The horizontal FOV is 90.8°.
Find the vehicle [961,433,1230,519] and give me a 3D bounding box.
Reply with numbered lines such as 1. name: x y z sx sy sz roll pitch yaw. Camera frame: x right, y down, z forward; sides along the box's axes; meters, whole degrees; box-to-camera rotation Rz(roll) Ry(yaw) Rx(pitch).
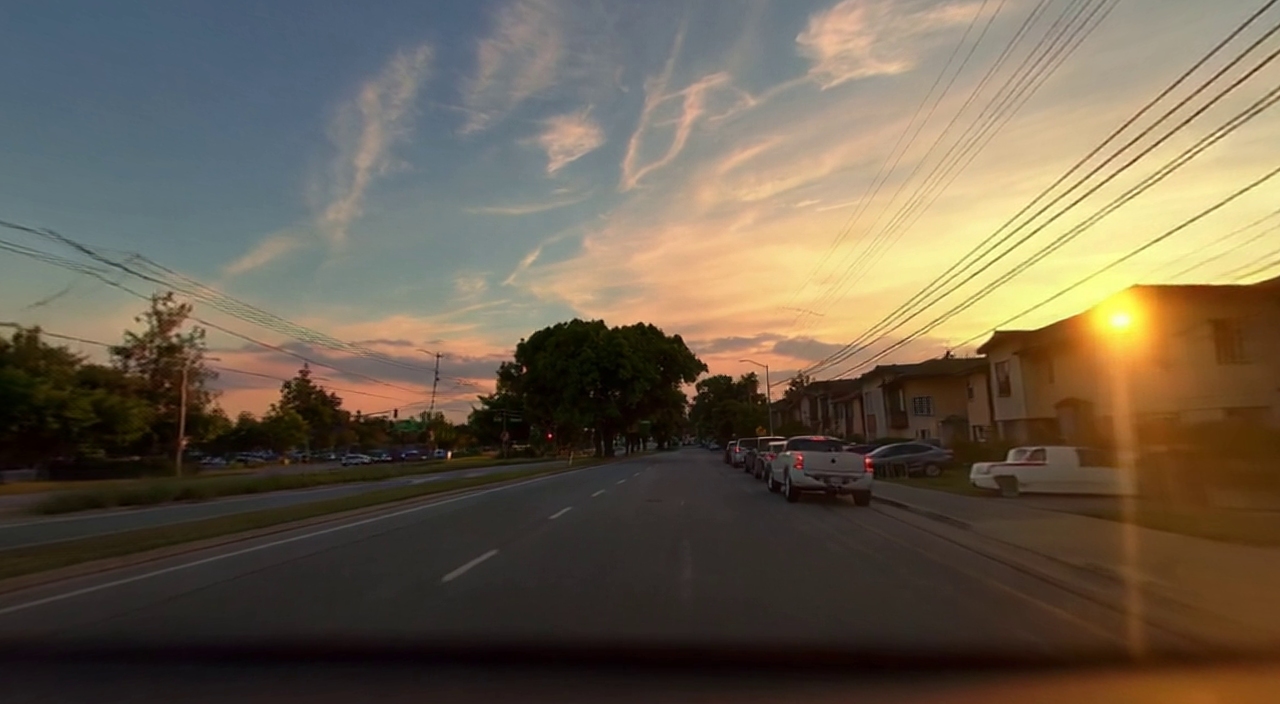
1. vehicle: 10.517 2.816 14.976 2.038 1.680 4.660 7 -10 -37

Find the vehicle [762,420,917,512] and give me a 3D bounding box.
1. vehicle: 4.477 2.653 15.225 2.359 1.817 4.985 0 -8 3
